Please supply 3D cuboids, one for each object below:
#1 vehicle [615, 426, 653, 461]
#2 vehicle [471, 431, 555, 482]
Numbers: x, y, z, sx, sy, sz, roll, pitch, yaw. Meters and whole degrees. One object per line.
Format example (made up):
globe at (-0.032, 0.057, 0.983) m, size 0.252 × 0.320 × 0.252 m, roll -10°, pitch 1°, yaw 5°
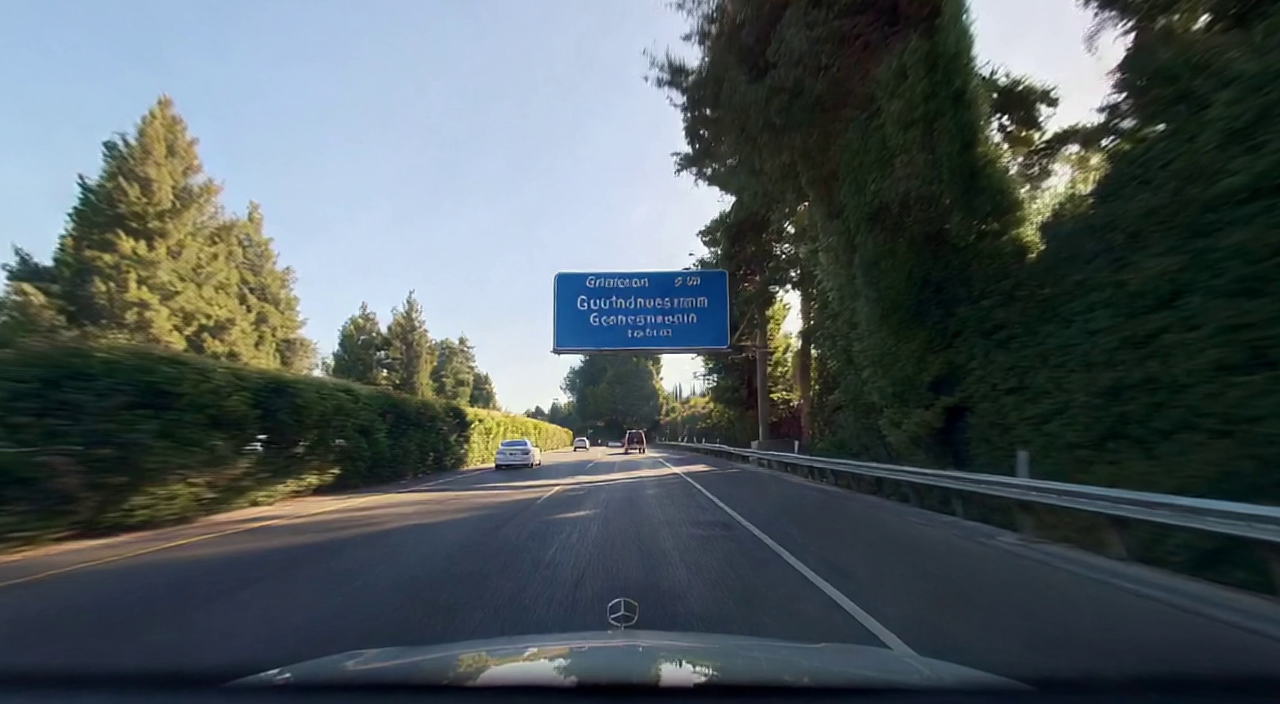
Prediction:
vehicle at (-0.372, 5.613, 38.678) m, size 2.223 × 1.957 × 4.416 m, roll 0°, pitch -8°, yaw -1°
vehicle at (-4.245, 3.550, 21.757) m, size 2.062 × 1.567 × 4.117 m, roll 0°, pitch -8°, yaw 0°
